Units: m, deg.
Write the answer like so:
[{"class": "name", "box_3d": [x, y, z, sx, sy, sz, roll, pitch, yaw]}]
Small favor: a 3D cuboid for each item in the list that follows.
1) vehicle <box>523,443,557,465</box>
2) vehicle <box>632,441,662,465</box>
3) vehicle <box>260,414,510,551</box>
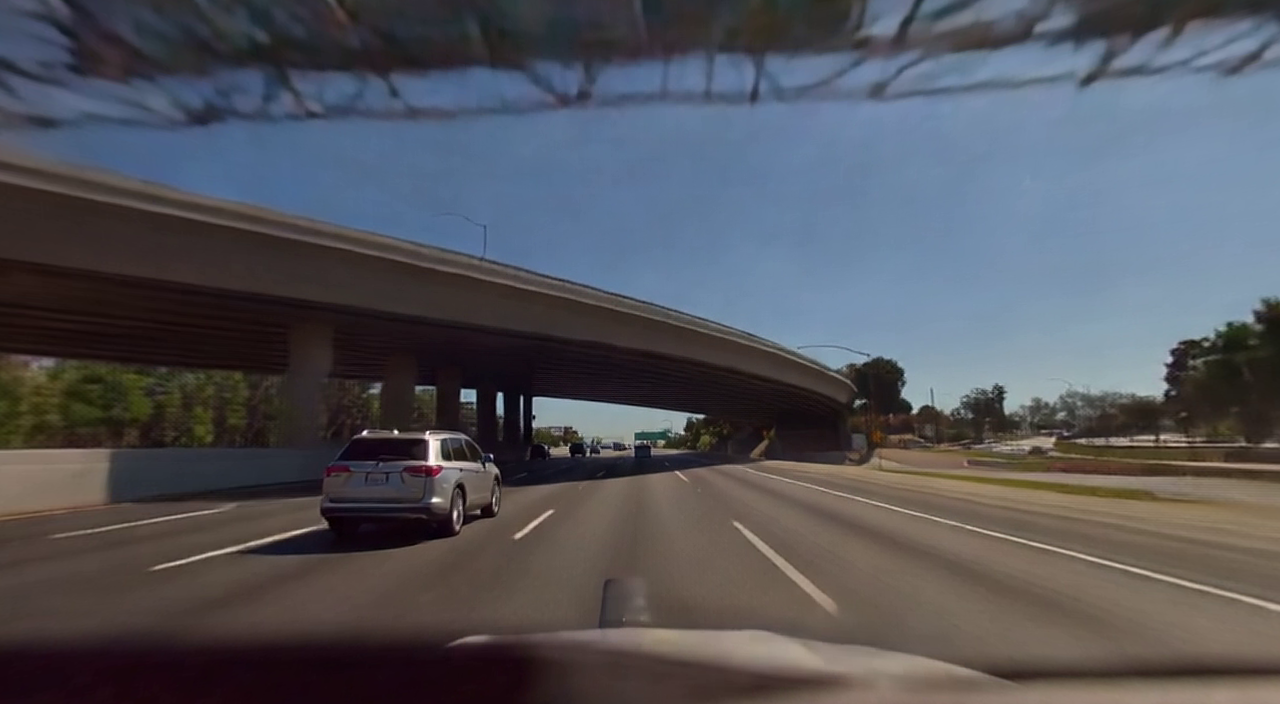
[{"class": "vehicle", "box_3d": [-7.726, 7.920, 49.107, 1.871, 1.542, 4.371, -1, -8, 0]}, {"class": "vehicle", "box_3d": [0.480, 7.340, 46.019, 2.023, 1.589, 4.030, 0, -8, 0]}, {"class": "vehicle", "box_3d": [-3.791, 2.035, 10.488, 2.214, 1.759, 4.435, -1, -8, 1]}]
